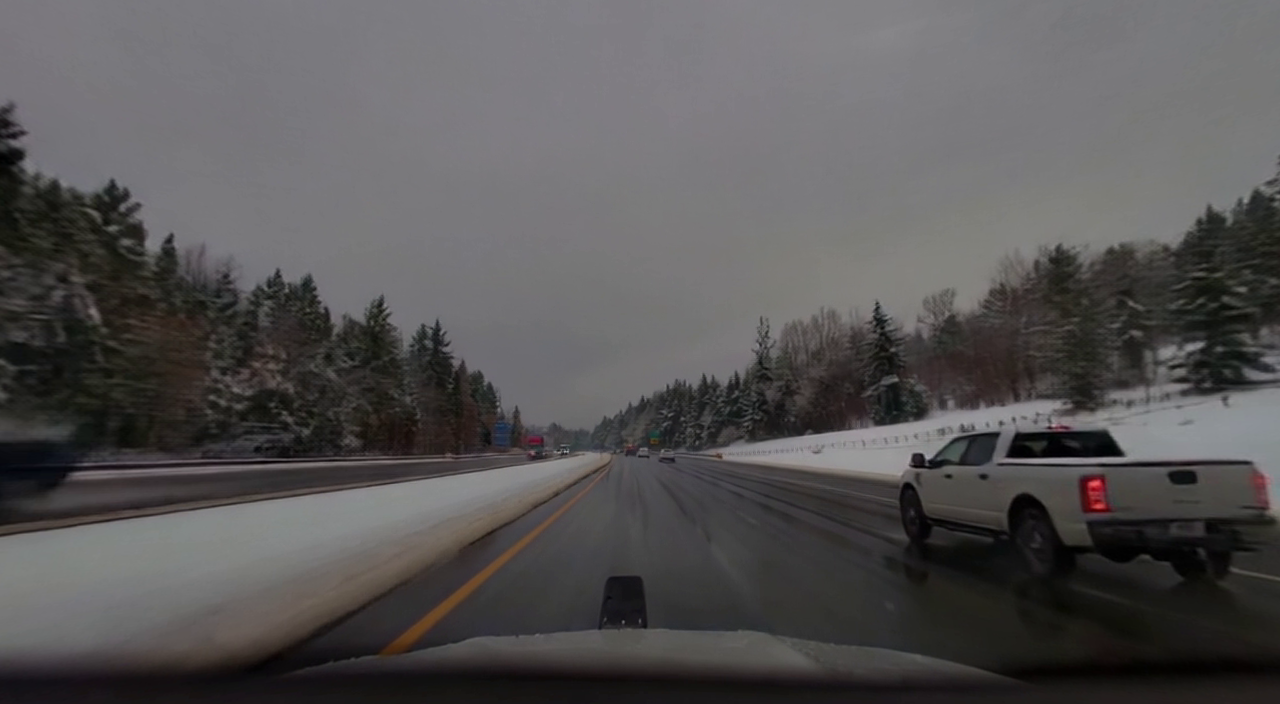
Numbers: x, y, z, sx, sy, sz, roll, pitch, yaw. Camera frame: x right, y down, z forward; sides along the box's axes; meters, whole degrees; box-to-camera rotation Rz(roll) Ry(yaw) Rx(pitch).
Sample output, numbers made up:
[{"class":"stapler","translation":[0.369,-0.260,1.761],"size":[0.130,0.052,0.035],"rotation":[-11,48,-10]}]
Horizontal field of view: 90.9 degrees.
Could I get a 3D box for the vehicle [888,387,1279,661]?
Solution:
[{"class":"vehicle","translation":[4.292,1.381,6.123],"size":[1.933,1.663,4.440],"rotation":[0,-9,0]}]
